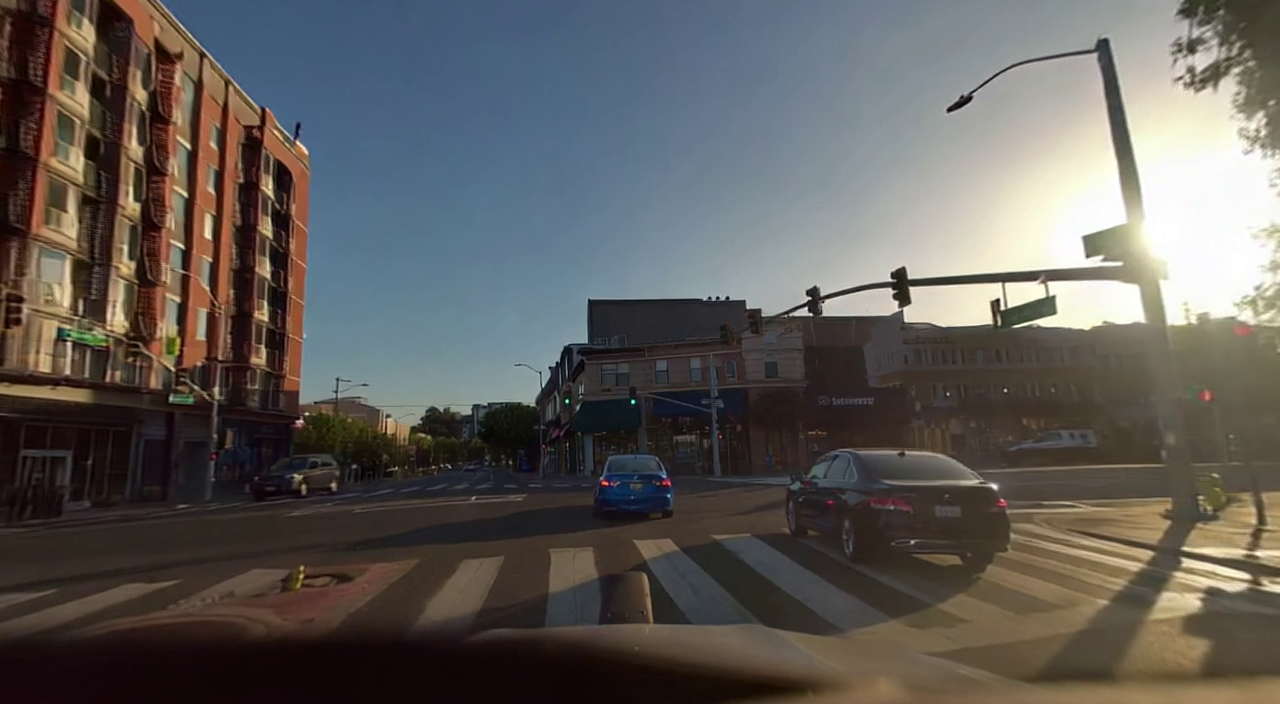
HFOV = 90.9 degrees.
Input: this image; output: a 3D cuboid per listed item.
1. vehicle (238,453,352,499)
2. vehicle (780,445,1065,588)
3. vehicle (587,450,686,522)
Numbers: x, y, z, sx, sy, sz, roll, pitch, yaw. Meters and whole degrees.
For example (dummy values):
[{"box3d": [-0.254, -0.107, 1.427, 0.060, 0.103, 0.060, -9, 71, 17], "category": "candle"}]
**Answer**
[{"box3d": [-14.980, 5.372, 27.781, 2.126, 1.782, 4.880, 0, -8, 2], "category": "vehicle"}, {"box3d": [3.347, 1.984, 8.522, 1.860, 1.430, 4.089, 0, -8, -1], "category": "vehicle"}, {"box3d": [-0.086, 3.173, 15.469, 2.094, 1.481, 4.078, 0, -8, 0], "category": "vehicle"}]
